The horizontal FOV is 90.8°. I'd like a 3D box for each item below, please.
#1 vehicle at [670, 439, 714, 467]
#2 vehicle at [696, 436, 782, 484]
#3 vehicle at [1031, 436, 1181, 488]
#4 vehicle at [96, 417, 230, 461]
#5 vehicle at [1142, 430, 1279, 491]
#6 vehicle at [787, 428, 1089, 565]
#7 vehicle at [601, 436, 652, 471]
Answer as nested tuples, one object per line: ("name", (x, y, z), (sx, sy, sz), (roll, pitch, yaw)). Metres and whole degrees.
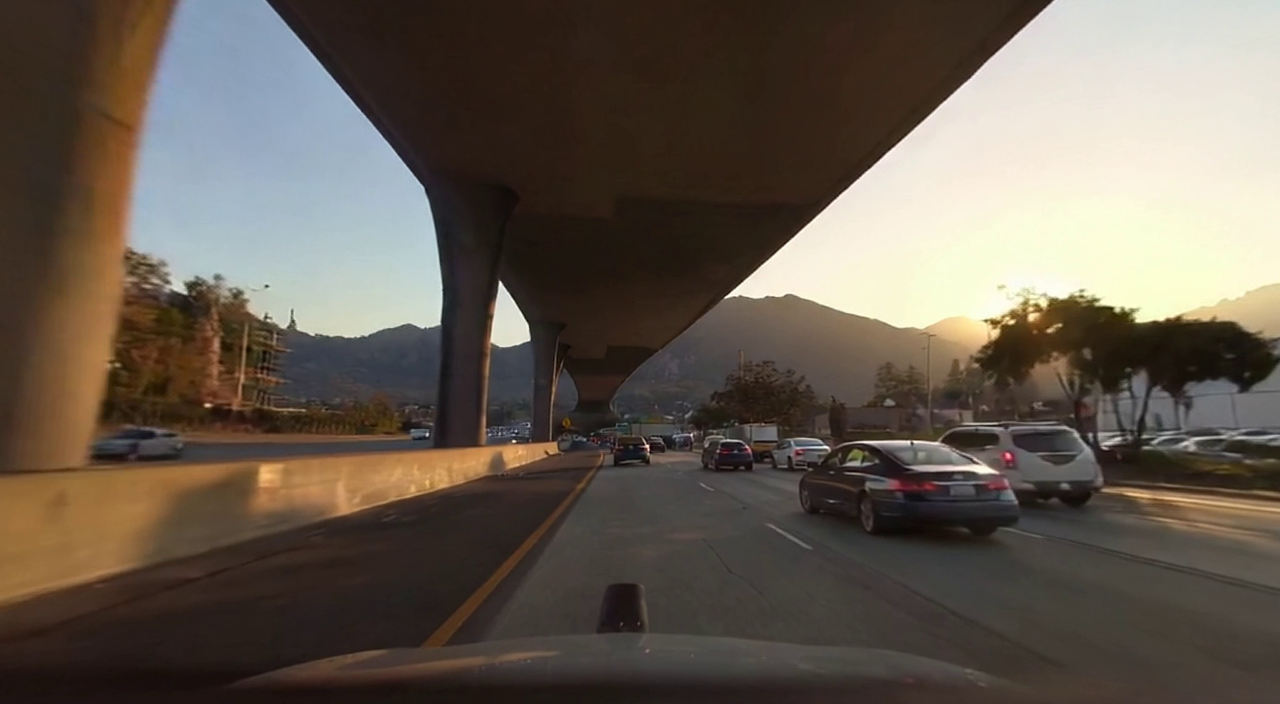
("vehicle", (2.920, 5.821, 36.689), (1.905, 1.491, 4.468), (0, -8, -4))
("vehicle", (3.337, 3.745, 22.272), (2.057, 1.517, 4.538), (0, -8, -3))
("vehicle", (14.323, 3.385, 19.706), (1.825, 1.458, 3.612), (0, -8, -2))
("vehicle", (-19.303, 3.579, 25.862), (1.965, 1.627, 4.533), (0, -8, -1))
("vehicle", (17.873, 3.177, 18.858), (2.026, 1.609, 4.419), (0, -8, -2))
("vehicle", (3.820, 1.927, 9.364), (1.923, 1.462, 4.895), (0, -8, -2))
("vehicle", (-0.734, 4.806, 30.062), (2.266, 1.549, 3.978), (0, -8, -3))
